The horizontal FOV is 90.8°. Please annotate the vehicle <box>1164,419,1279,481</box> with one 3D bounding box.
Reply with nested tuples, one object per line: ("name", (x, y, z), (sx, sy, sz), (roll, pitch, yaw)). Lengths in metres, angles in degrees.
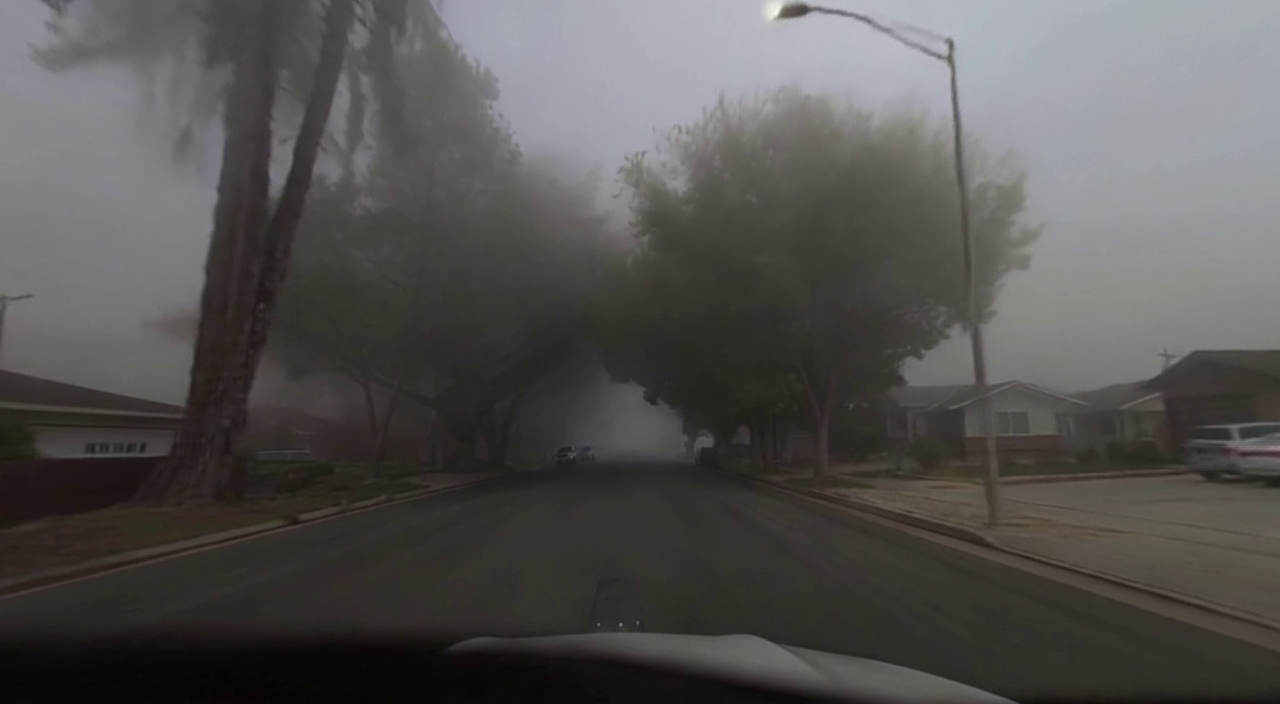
("vehicle", (16.669, 2.531, 16.443), (4.257, 1.473, 1.999), (0, -8, -1))
